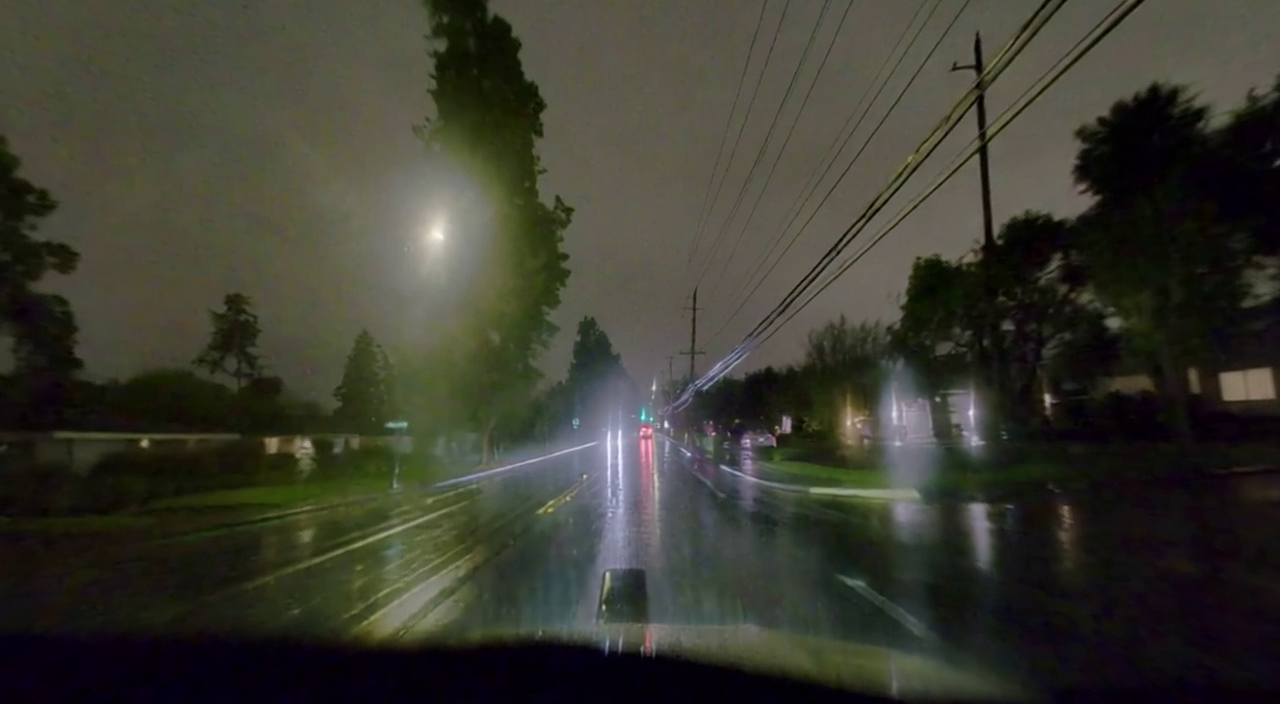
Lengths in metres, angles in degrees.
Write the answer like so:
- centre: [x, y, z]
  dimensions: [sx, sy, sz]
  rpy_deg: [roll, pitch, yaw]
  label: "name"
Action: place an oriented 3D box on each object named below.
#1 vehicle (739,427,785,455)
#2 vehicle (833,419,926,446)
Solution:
- centre: [7.355, 5.424, 38.393]
  dimensions: [2.071, 1.510, 4.418]
  rpy_deg: [-3, -8, 3]
  label: "vehicle"
- centre: [14.337, 4.875, 37.985]
  dimensions: [4.848, 1.509, 1.976]
  rpy_deg: [-1, -9, 7]
  label: "vehicle"
